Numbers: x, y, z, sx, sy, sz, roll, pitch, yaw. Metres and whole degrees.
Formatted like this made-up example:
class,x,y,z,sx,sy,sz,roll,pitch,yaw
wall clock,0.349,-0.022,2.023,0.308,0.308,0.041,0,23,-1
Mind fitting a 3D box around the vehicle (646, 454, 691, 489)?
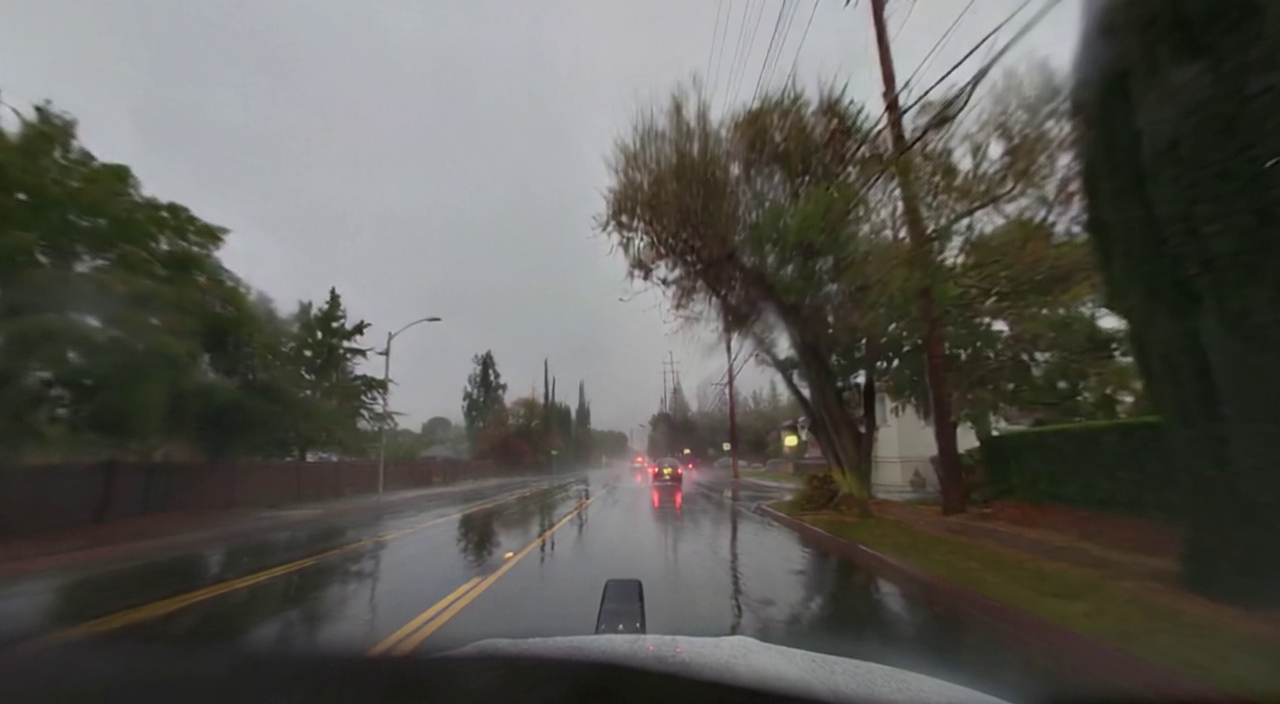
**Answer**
class,x,y,z,sx,sy,sz,roll,pitch,yaw
vehicle,1.296,5.661,30.196,1.975,1.497,3.647,0,-9,1
